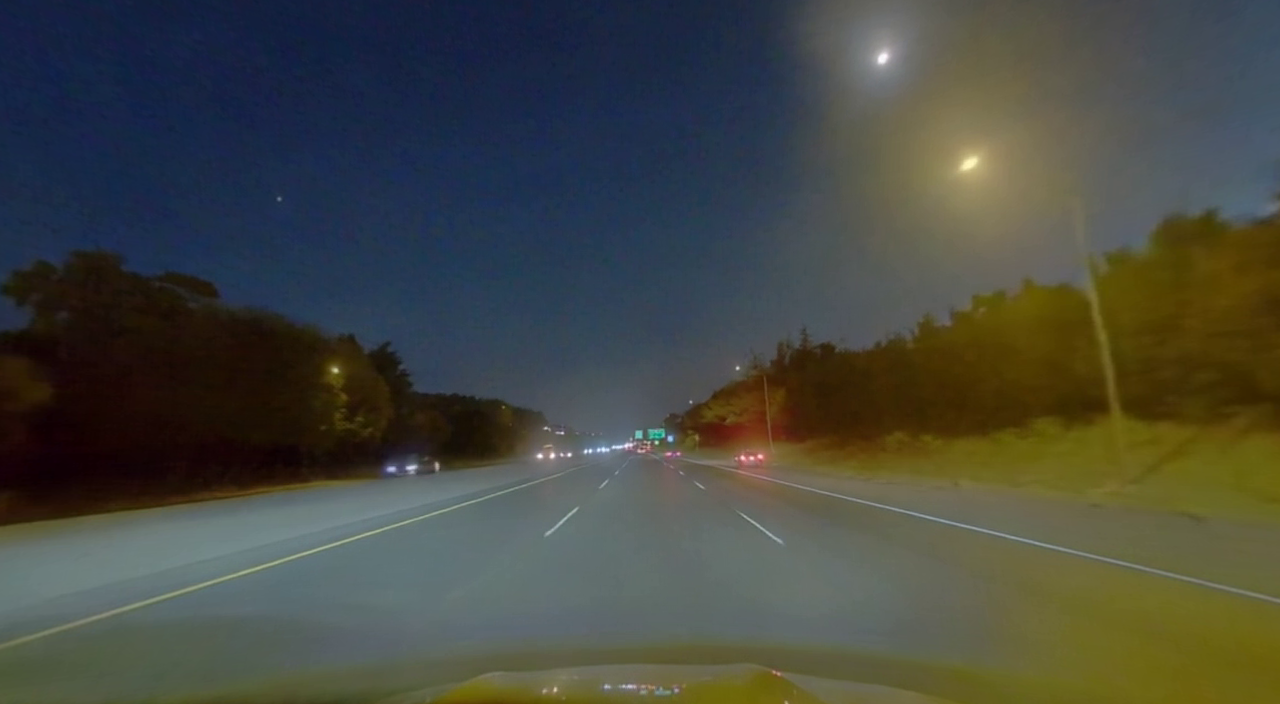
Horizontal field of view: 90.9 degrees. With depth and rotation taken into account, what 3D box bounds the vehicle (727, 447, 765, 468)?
[{"bbox_3d":[7.795,7.798,46.662,1.943,1.493,4.507,0,-9,-1],"label":"vehicle"}]
